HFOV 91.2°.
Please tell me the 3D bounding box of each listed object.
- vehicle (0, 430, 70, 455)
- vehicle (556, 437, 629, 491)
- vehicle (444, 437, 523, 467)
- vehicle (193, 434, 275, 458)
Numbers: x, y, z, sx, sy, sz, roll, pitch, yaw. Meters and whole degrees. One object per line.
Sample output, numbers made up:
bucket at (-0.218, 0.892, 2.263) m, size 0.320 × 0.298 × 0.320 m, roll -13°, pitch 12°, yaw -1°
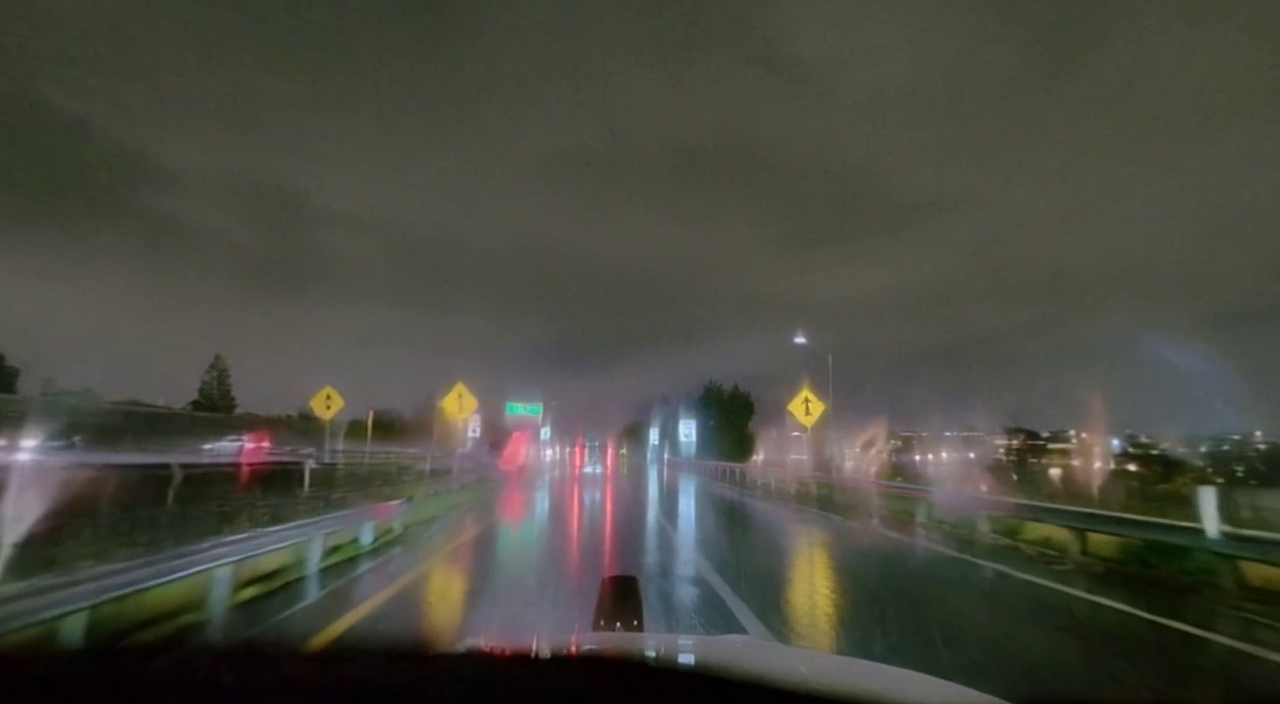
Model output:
vehicle at (-38.533, 5.633, 39.025) m, size 4.005 × 1.472 × 1.807 m, roll 1°, pitch -9°, yaw -8°
vehicle at (-1.455, 3.395, 19.306) m, size 2.006 × 1.486 × 3.950 m, roll 1°, pitch -9°, yaw -4°
vehicle at (-8.535, 5.422, 34.002) m, size 4.278 × 1.505 × 2.018 m, roll -8°, pitch -11°, yaw 40°
vehicle at (-25.959, 6.010, 40.144) m, size 3.904 × 1.482 × 1.834 m, roll 0°, pitch -9°, yaw -1°
